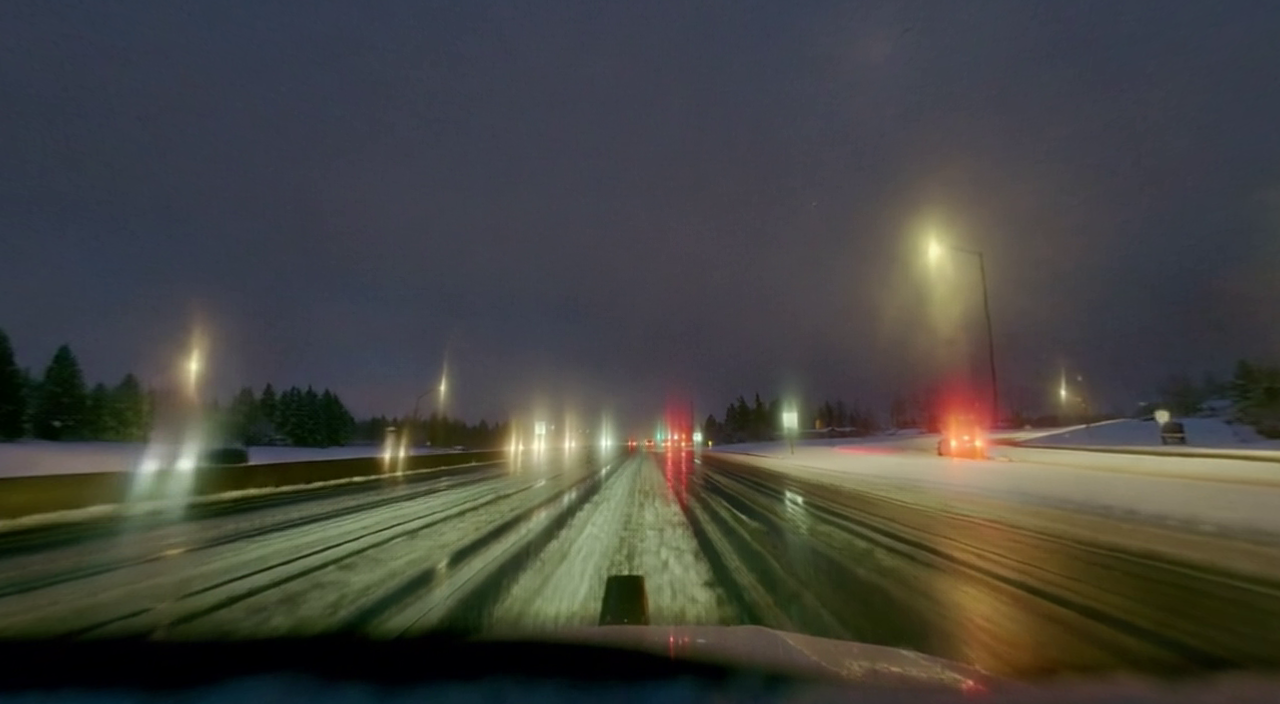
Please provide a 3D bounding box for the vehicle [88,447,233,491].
[{"bbox_3d":[-17.830,4.322,23.758,1.877,1.455,4.489,0,-8,1],"label":"vehicle"}]

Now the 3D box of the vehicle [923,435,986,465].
[{"bbox_3d":[18.861,5.906,38.017,2.039,1.658,4.457,-2,-8,9],"label":"vehicle"}]
